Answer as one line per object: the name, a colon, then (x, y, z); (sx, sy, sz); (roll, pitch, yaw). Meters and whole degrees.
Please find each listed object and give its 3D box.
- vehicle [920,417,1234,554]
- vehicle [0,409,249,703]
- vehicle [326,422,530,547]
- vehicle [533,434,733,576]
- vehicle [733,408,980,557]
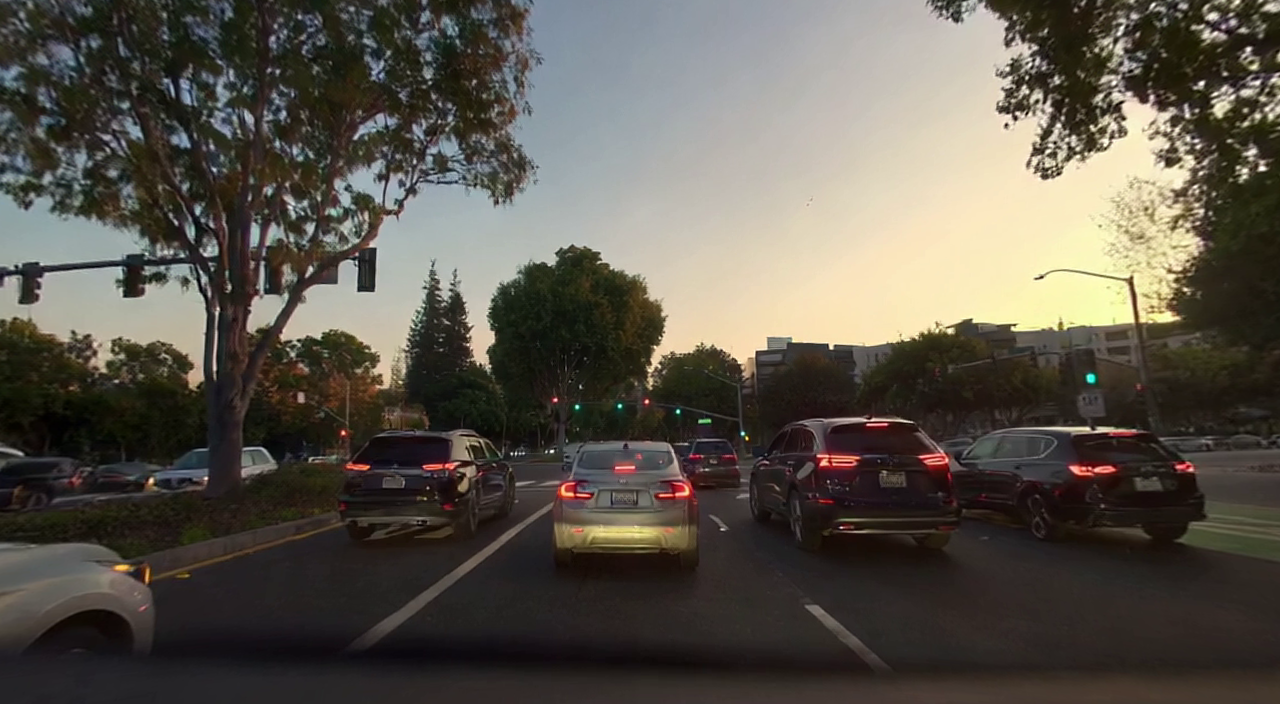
vehicle: (6.468, 1.999, 10.123); (1.945, 1.706, 4.190); (0, -8, -1)
vehicle: (-3.168, 0.789, 1.165); (2.045, 1.463, 4.490); (0, -8, 0)
vehicle: (-3.320, 2.156, 10.955); (2.033, 1.714, 4.278); (0, -8, 0)
vehicle: (-0.106, 1.908, 8.677); (2.098, 1.461, 3.958); (0, -8, -1)
vehicle: (2.954, 1.897, 9.898); (2.138, 1.778, 4.422); (0, -8, -2)
